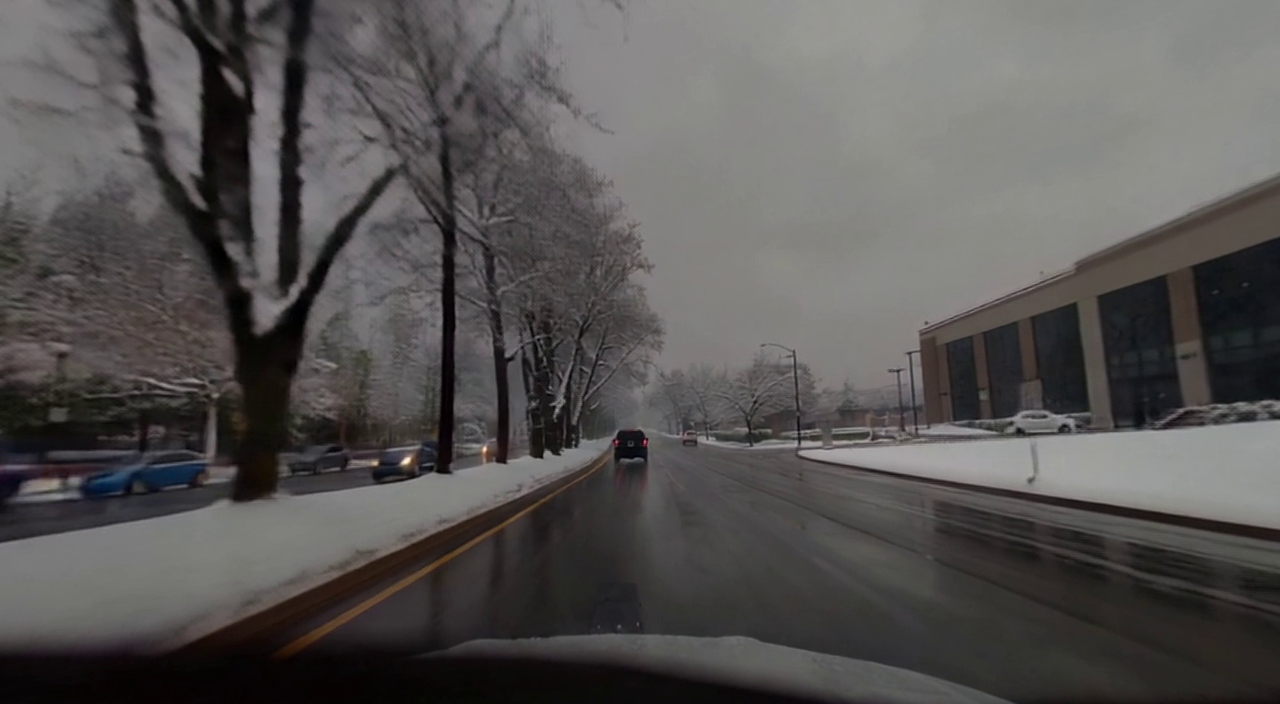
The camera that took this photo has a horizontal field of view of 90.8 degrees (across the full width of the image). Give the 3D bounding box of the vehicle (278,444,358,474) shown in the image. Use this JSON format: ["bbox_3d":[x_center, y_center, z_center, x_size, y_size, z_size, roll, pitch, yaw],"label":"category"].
[{"bbox_3d":[-18.022,5.970,35.591,2.003,1.533,4.691,0,-8,0],"label":"vehicle"}]

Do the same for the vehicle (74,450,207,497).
[{"bbox_3d":[-17.810,4.295,22.759,1.773,1.510,3.608,0,-8,0],"label":"vehicle"}]

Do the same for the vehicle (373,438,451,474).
[{"bbox_3d":[-10.859,4.970,30.487,1.979,1.605,4.550,0,-8,1],"label":"vehicle"}]

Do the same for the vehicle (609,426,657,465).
[{"bbox_3d":[-0.381,5.134,34.661,2.411,1.937,5.186,0,-8,-1],"label":"vehicle"}]

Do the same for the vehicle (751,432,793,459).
[{"bbox_3d":[9.418,6.721,45.430,2.364,1.781,4.854,-1,-9,5],"label":"vehicle"}]
